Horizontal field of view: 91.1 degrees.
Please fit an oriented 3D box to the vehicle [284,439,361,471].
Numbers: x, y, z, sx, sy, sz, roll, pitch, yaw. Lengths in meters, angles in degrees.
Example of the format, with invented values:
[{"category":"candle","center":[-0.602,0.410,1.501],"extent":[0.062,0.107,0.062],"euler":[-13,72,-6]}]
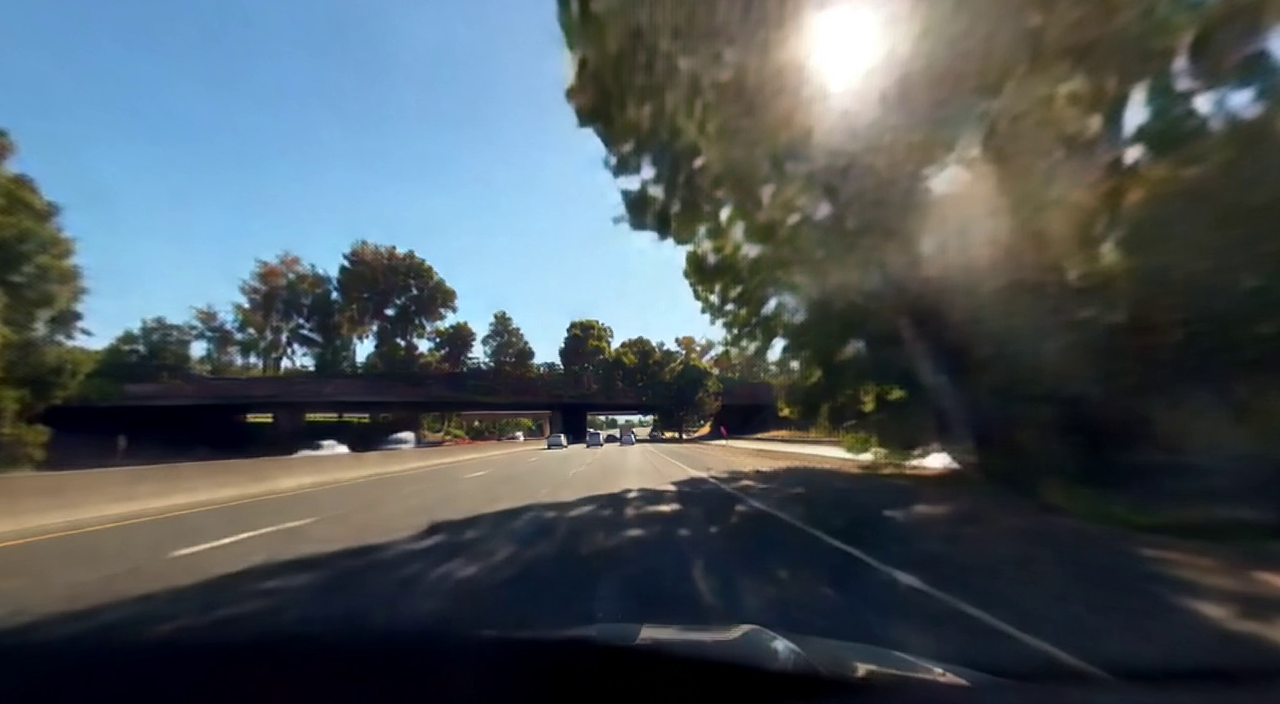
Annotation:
[{"category":"vehicle","center":[-16.416,5.291,32.701],"extent":[1.947,1.519,4.008],"euler":[0,-8,-1]}]
